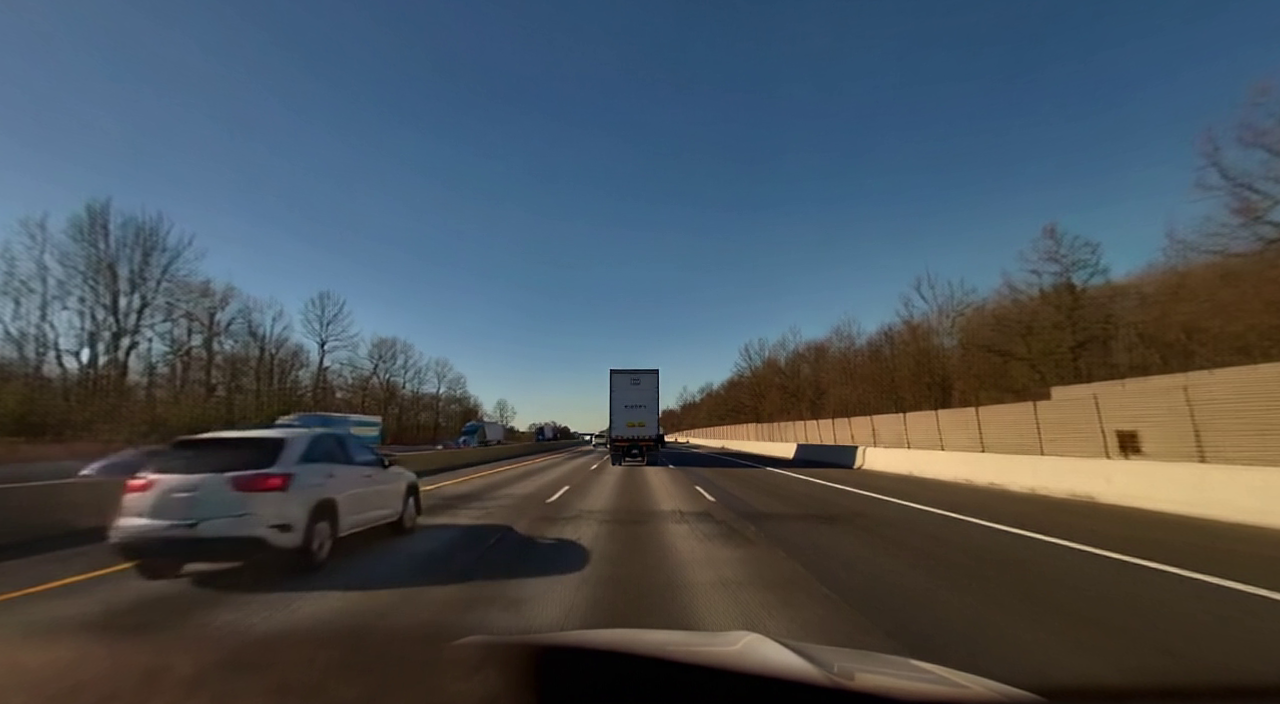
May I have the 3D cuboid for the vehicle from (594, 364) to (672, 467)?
[{"bbox_3d":[-0.330,3.546,32.624,2.965,3.972,16.689,0,-8,0],"label":"vehicle"}]

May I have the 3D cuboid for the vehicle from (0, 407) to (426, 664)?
[{"bbox_3d":[-3.839,1.393,6.036,2.005,1.521,4.454,0,-8,0],"label":"vehicle"}]
